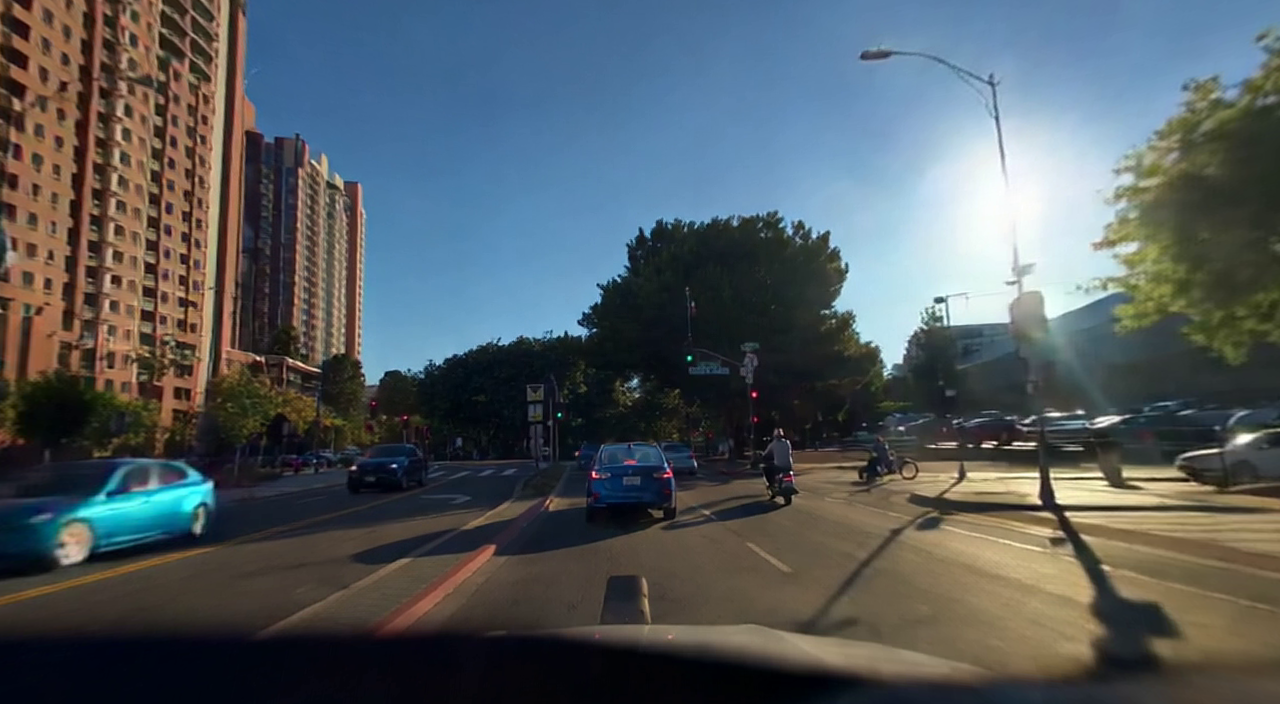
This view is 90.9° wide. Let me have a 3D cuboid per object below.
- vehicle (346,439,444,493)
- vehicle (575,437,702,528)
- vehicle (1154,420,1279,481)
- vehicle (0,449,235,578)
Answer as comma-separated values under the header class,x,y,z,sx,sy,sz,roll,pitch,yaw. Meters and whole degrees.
class,x,y,z,sx,sy,sz,roll,pitch,yaw
vehicle,-8.587,4.008,22.531,1.993,1.692,4.226,0,-9,-3
vehicle,-0.136,2.464,12.523,2.118,1.480,3.949,0,-9,-3
vehicle,16.401,2.475,15.924,5.007,1.479,1.866,-6,-10,32
vehicle,-8.563,2.264,9.678,1.952,1.487,4.351,0,-9,-3
